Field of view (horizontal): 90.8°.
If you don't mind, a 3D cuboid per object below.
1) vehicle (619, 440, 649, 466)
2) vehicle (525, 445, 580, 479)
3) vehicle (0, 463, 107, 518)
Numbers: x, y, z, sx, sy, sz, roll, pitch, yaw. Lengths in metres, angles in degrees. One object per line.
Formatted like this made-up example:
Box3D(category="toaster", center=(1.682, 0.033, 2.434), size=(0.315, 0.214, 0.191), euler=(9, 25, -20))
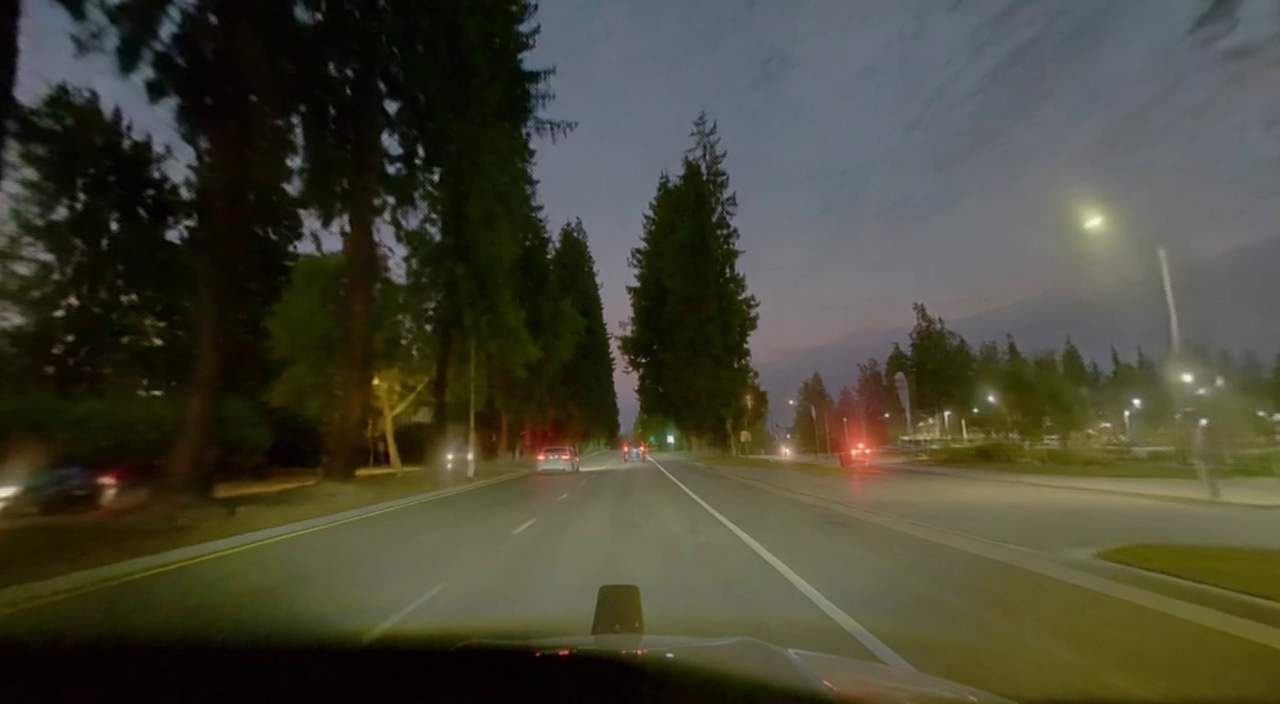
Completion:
Box3D(category="vehicle", center=(-0.436, 7.283, 45.738), size=(2.018, 1.769, 3.897), euler=(0, -8, -1))
Box3D(category="vehicle", center=(-3.942, 5.006, 29.056), size=(1.917, 1.448, 4.178), euler=(0, -8, 0))
Box3D(category="vehicle", center=(-19.920, 4.362, 20.082), size=(1.872, 1.479, 4.643), euler=(0, -8, 0))
